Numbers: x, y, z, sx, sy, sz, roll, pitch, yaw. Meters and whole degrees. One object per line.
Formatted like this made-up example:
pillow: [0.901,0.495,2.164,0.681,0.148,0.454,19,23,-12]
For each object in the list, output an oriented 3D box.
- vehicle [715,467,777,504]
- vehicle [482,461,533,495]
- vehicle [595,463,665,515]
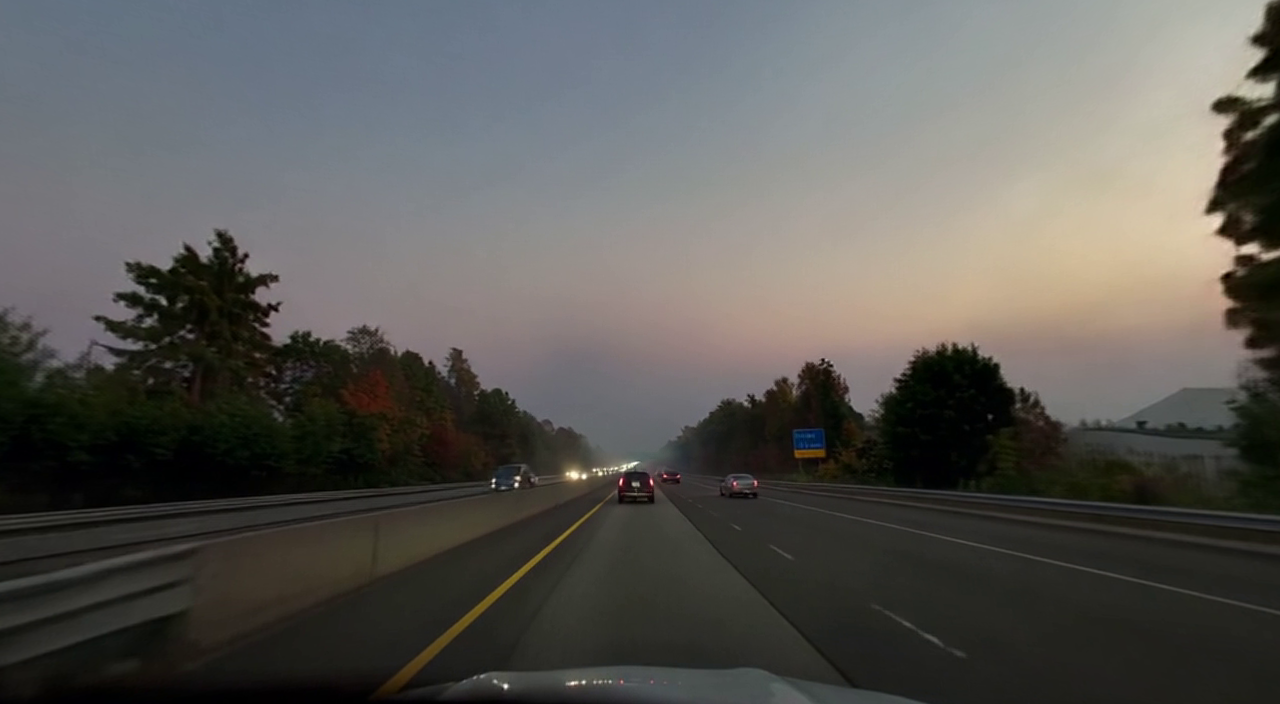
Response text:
vehicle: [4.596,5.866,28.019,1.974,1.476,4.119,1,-10,-1]
vehicle: [-8.614,8.264,41.539,2.231,2.036,4.904,1,-10,0]
vehicle: [-0.294,4.395,20.536,2.060,1.473,3.726,1,-10,0]
